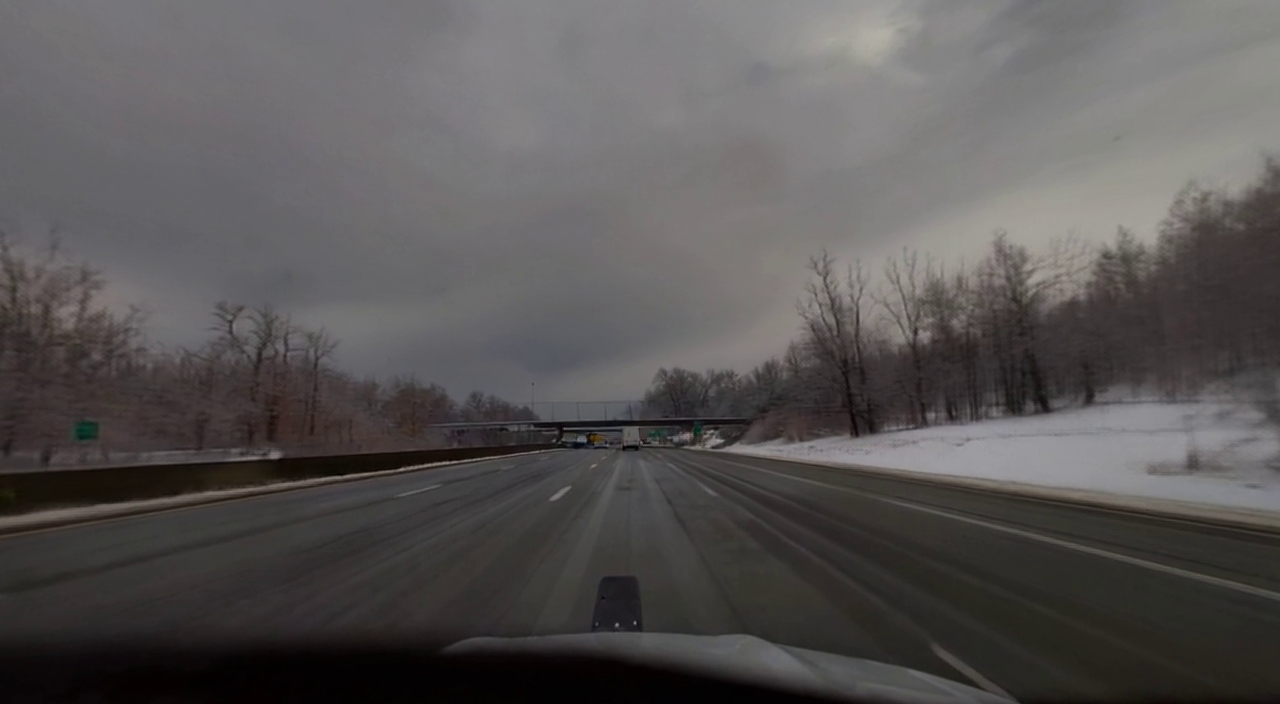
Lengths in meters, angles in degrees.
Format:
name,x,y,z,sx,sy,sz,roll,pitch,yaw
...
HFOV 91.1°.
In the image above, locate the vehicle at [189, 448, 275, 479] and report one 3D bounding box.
name,x,y,z,sx,sy,sz,roll,pitch,yaw
vehicle,-22.922,6.245,35.578,1.980,1.546,4.367,0,-8,-1
